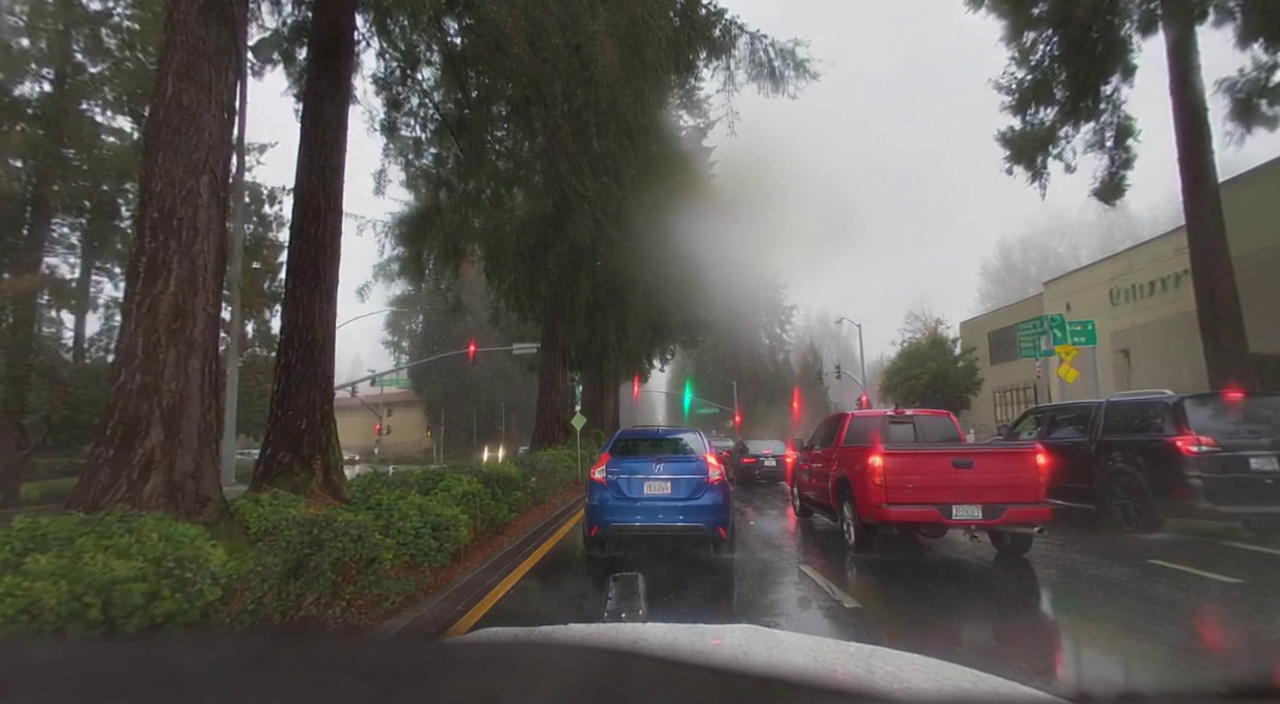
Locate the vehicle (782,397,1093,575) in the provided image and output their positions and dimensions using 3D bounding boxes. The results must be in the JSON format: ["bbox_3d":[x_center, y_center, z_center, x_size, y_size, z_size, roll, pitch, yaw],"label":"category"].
[{"bbox_3d":[3.391,1.631,8.377,2.099,1.725,4.290,0,-8,1],"label":"vehicle"}]

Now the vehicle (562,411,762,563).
[{"bbox_3d":[0.245,1.775,8.964,2.168,1.641,4.039,0,-8,0],"label":"vehicle"}]
